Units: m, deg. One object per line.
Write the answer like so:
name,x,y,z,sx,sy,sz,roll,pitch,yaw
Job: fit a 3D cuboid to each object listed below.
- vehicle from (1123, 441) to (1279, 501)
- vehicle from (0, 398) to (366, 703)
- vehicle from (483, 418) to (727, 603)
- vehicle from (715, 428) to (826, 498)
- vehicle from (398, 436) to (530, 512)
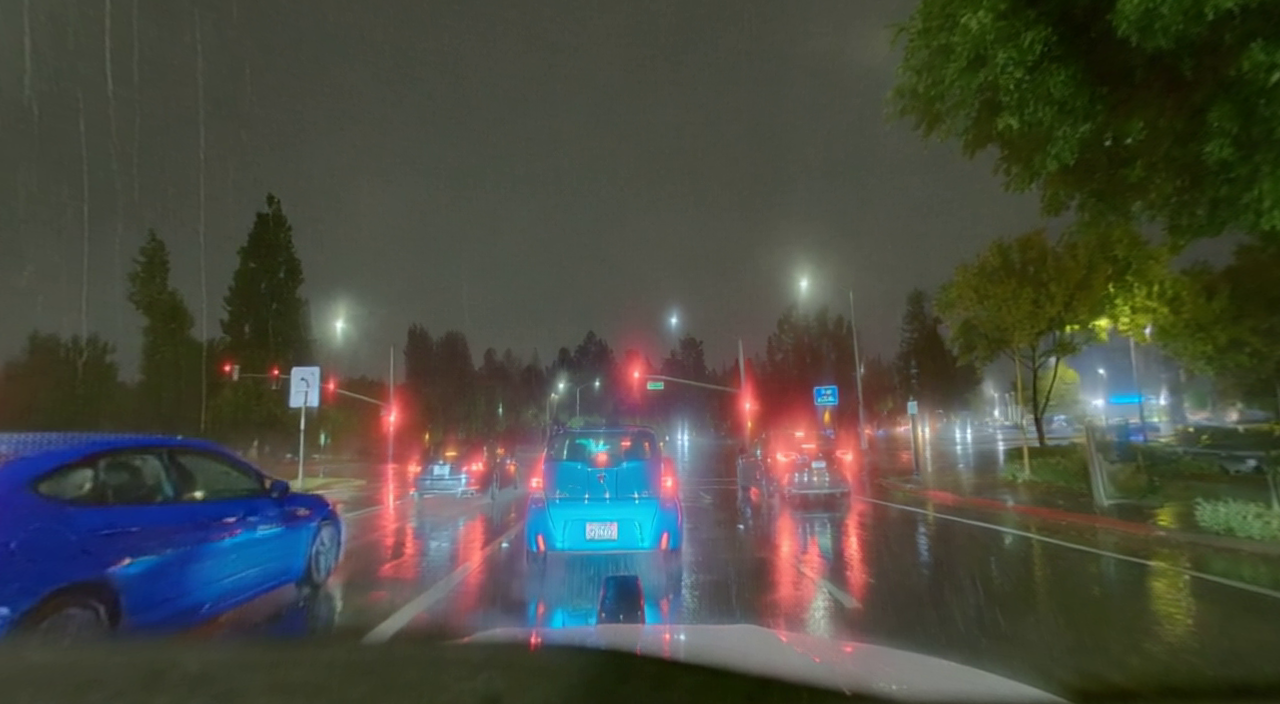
vehicle,15.178,3.029,16.267,3.951,1.418,1.842,0,-8,-3
vehicle,-3.771,1.160,4.092,2.074,1.485,4.395,0,-8,-1
vehicle,-0.357,1.642,7.479,2.045,1.533,4.183,0,-8,-2
vehicle,3.432,3.005,17.511,2.028,1.678,4.220,0,-8,-2
vehicle,-3.778,2.669,14.309,1.998,1.452,3.773,0,-8,-2
